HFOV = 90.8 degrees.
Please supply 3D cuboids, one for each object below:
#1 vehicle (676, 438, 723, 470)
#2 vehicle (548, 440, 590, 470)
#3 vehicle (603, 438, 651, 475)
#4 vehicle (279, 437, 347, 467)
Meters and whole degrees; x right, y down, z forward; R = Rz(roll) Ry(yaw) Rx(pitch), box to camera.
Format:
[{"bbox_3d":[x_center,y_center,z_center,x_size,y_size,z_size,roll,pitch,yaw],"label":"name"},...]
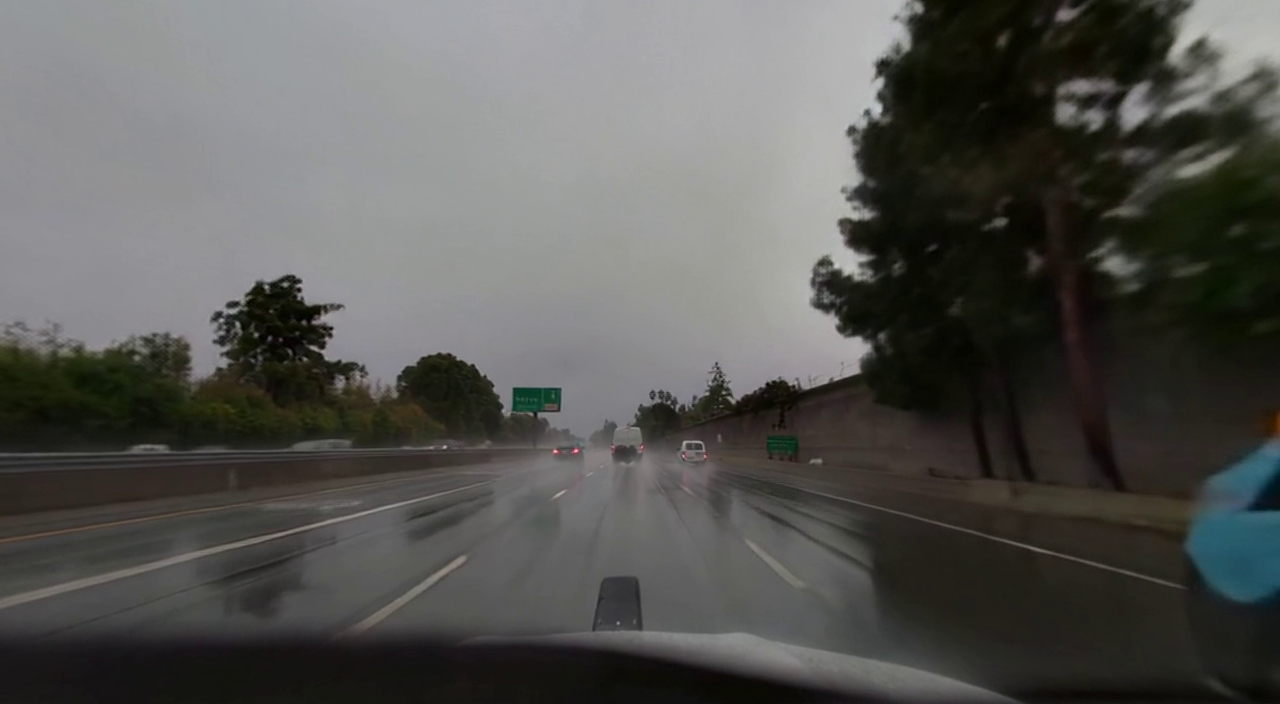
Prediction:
[{"bbox_3d":[3.353,5.866,36.544,2.160,1.759,4.214,0,-8,-2],"label":"vehicle"},{"bbox_3d":[-4.224,6.182,38.120,2.023,1.709,4.263,0,-8,1],"label":"vehicle"},{"bbox_3d":[-0.651,5.373,32.759,2.297,1.783,4.355,0,-8,-1],"label":"vehicle"},{"bbox_3d":[-17.882,5.488,34.762,1.875,1.527,3.520,0,-8,-1],"label":"vehicle"}]
